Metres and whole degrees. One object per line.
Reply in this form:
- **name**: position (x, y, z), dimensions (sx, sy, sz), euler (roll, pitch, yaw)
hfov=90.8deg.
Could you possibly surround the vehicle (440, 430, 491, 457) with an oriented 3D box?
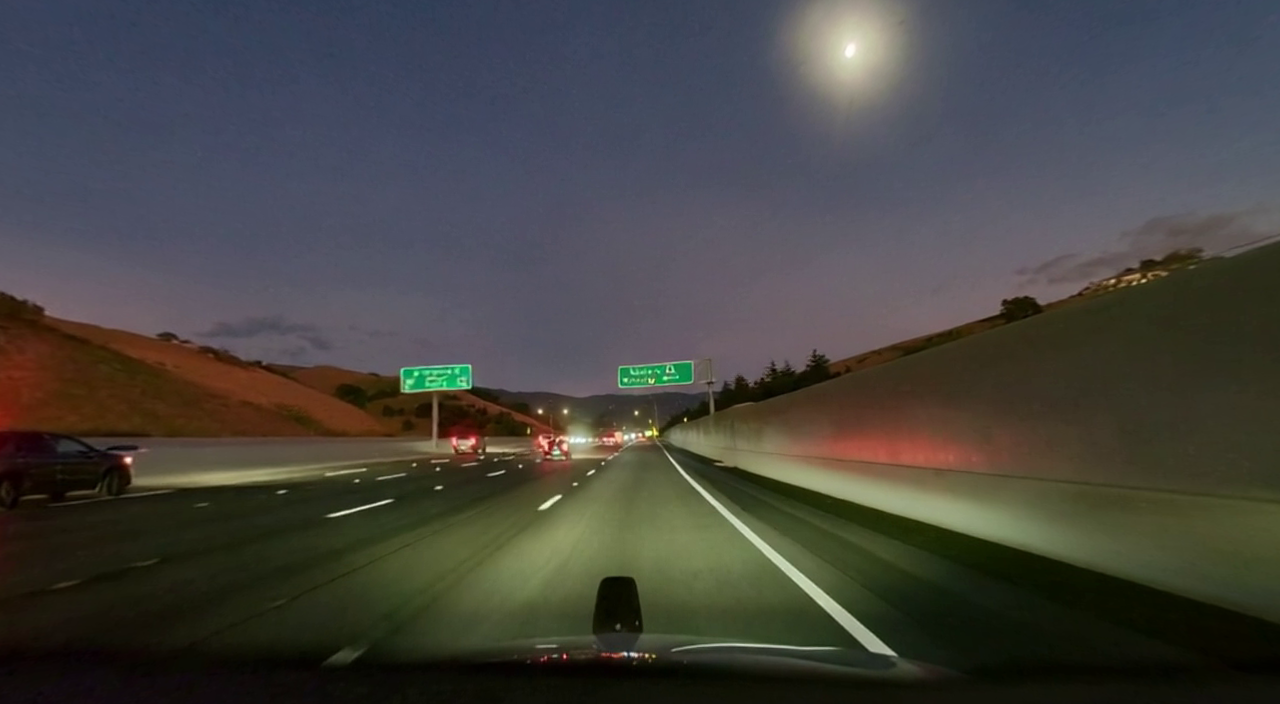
- **vehicle**: position (-11.981, 6.365, 43.702), dimensions (2.076, 1.766, 4.831), euler (0, -8, 1)

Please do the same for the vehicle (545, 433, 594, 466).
- **vehicle**: position (-3.424, 4.842, 31.405), dimensions (1.931, 1.492, 4.076), euler (0, -8, 1)

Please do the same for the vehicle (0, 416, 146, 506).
- **vehicle**: position (-12.706, 2.141, 12.518), dimensions (2.035, 1.630, 4.527), euler (0, -8, 1)
